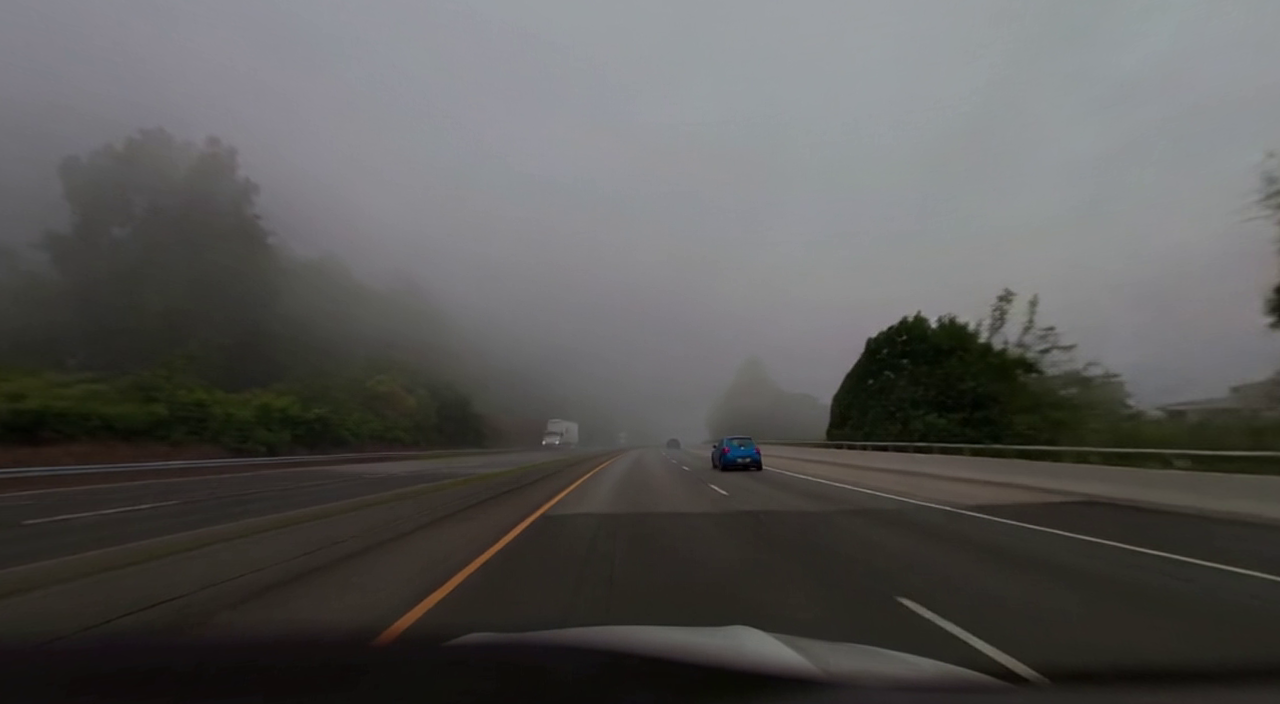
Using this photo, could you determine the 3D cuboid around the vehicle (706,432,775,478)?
[{"bbox_3d":[3.941,4.090,25.370,2.022,1.663,4.245,0,-8,-1],"label":"vehicle"}]
